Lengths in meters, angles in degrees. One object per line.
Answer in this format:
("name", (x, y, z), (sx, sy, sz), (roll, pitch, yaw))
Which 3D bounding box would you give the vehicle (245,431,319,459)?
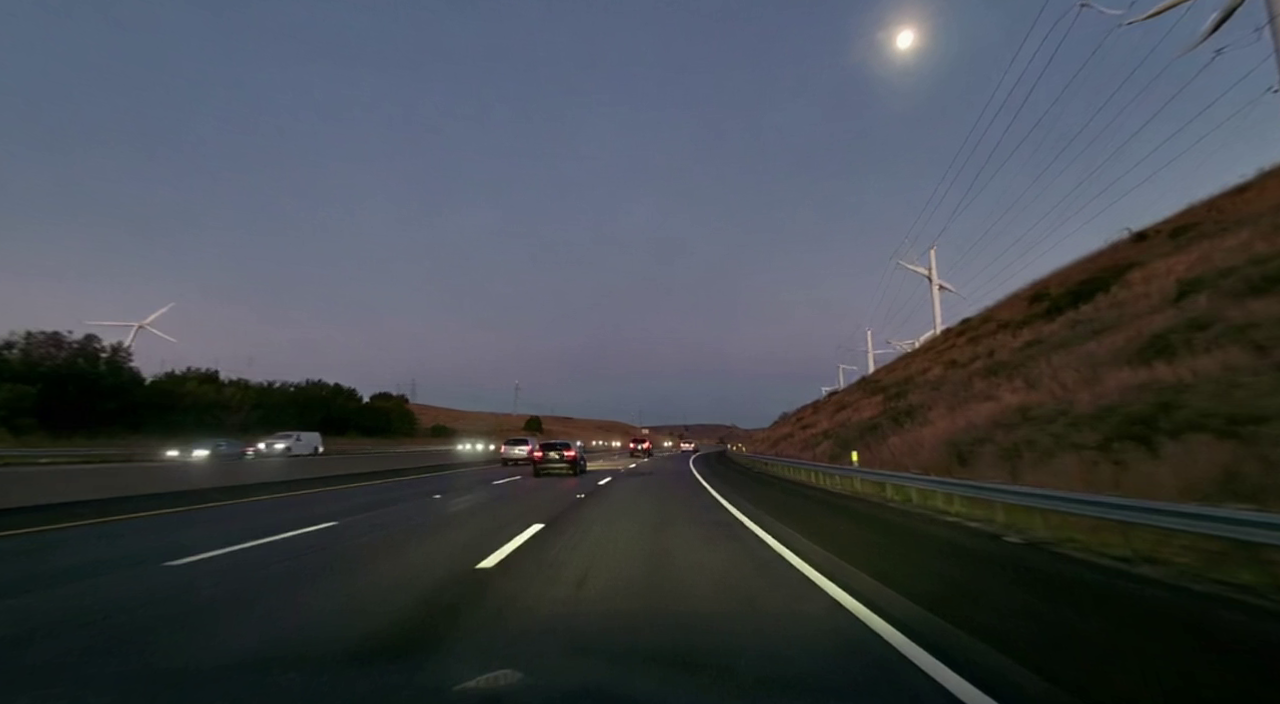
("vehicle", (-26.625, 6.946, 47.112), (2.098, 1.937, 5.374), (-1, -9, 4))

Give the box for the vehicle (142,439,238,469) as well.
("vehicle", (-24.145, 5.488, 34.003), (1.900, 1.482, 4.257), (0, -9, 3))

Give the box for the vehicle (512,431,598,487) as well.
("vehicle", (-2.741, 3.597, 21.461), (2.118, 1.702, 4.355), (0, -9, 3))
